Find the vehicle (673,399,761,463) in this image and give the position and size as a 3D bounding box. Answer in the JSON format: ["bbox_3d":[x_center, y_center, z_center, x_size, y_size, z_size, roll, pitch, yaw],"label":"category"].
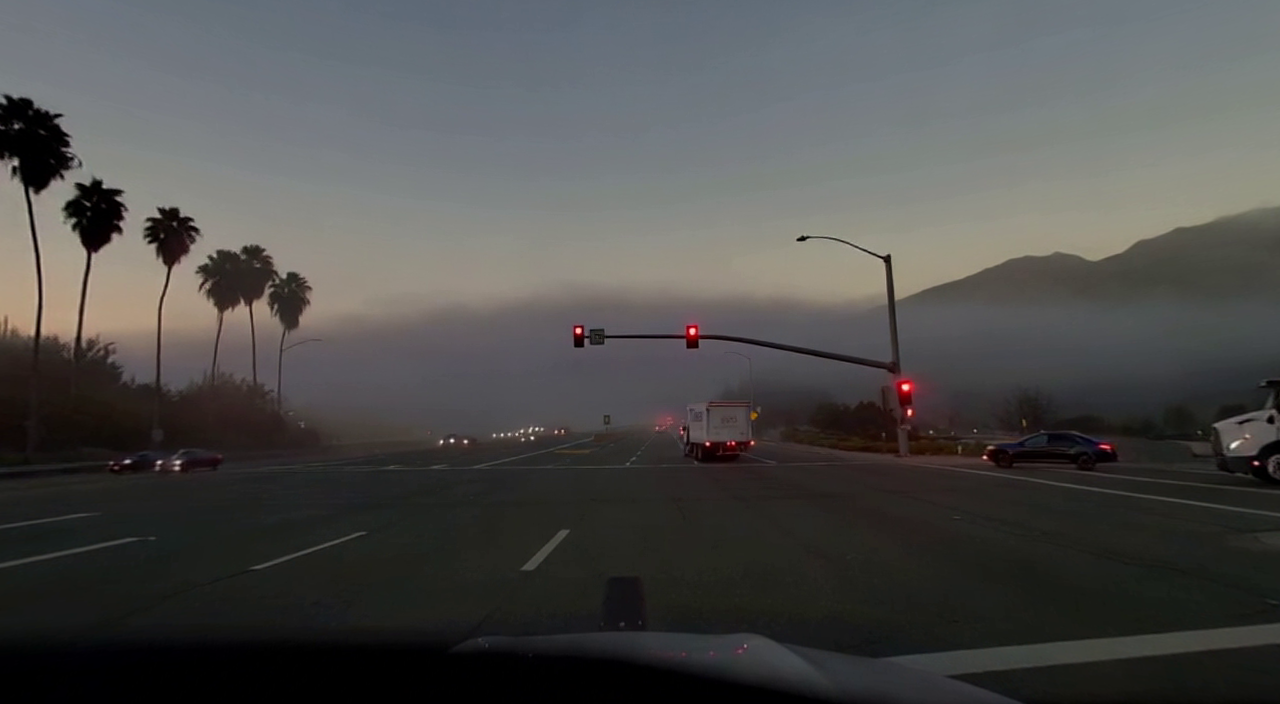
[{"bbox_3d":[4.383,4.813,37.700,3.237,3.414,7.088,2,-9,-10],"label":"vehicle"}]

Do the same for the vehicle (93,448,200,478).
[{"bbox_3d":[-26.230,5.901,33.607,1.868,1.469,4.746,0,-9,1],"label":"vehicle"}]

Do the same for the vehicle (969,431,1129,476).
[{"bbox_3d":[14.471,3.622,22.591,4.508,1.493,1.907,-4,-9,25],"label":"vehicle"}]
